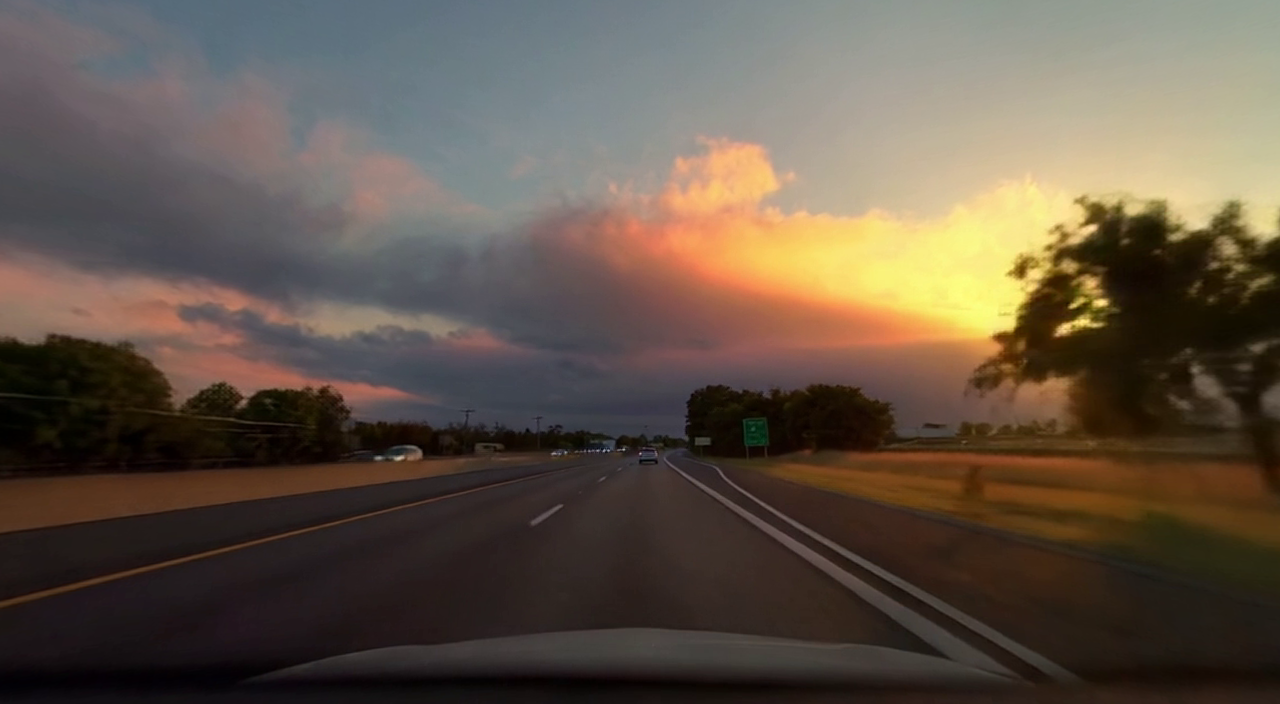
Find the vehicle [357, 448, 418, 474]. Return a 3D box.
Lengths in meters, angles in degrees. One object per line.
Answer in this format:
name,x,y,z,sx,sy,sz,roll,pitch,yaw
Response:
vehicle,-16.207,6.991,40.678,1.966,1.592,4.513,-1,-9,2
